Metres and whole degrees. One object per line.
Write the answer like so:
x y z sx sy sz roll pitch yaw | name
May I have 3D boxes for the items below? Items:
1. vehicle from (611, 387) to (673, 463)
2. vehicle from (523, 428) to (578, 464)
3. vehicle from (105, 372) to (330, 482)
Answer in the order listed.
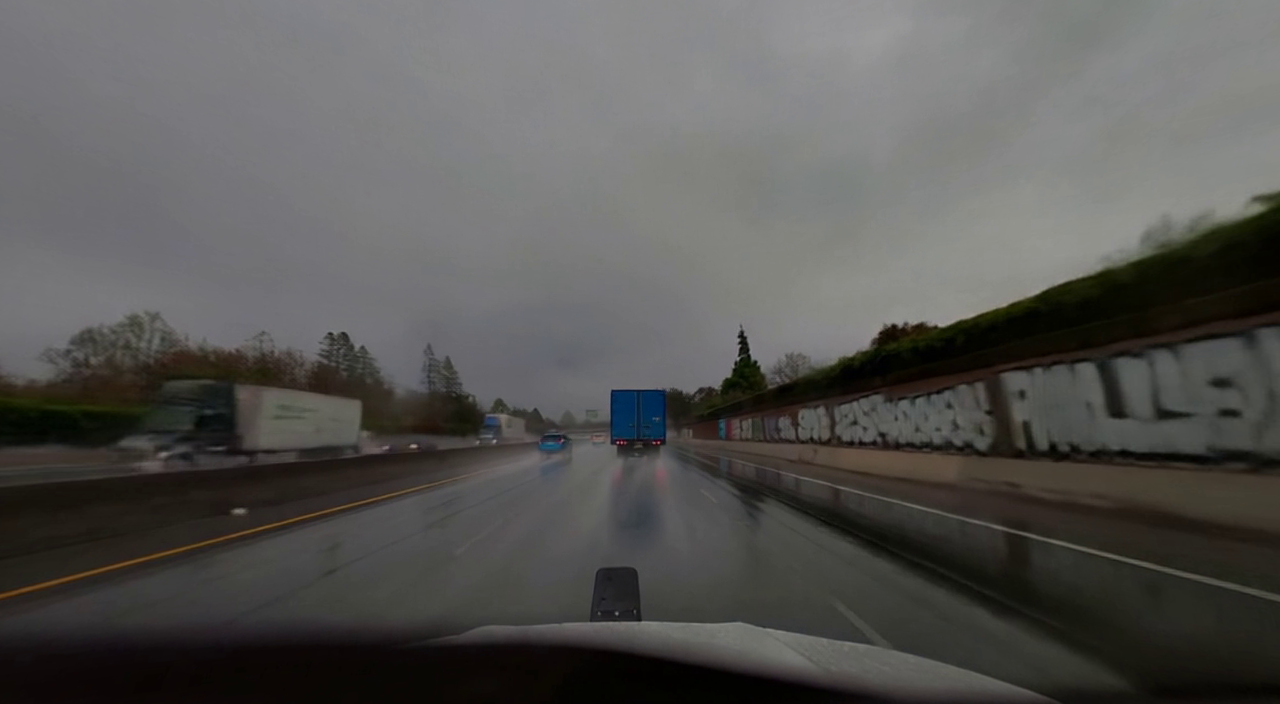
0.034 4.125 34.862 2.927 3.649 9.443 0 -8 -1 | vehicle
-4.313 4.611 30.994 2.058 1.645 4.130 0 -8 0 | vehicle
-17.512 3.345 27.512 2.880 3.918 10.150 0 -8 -1 | vehicle
